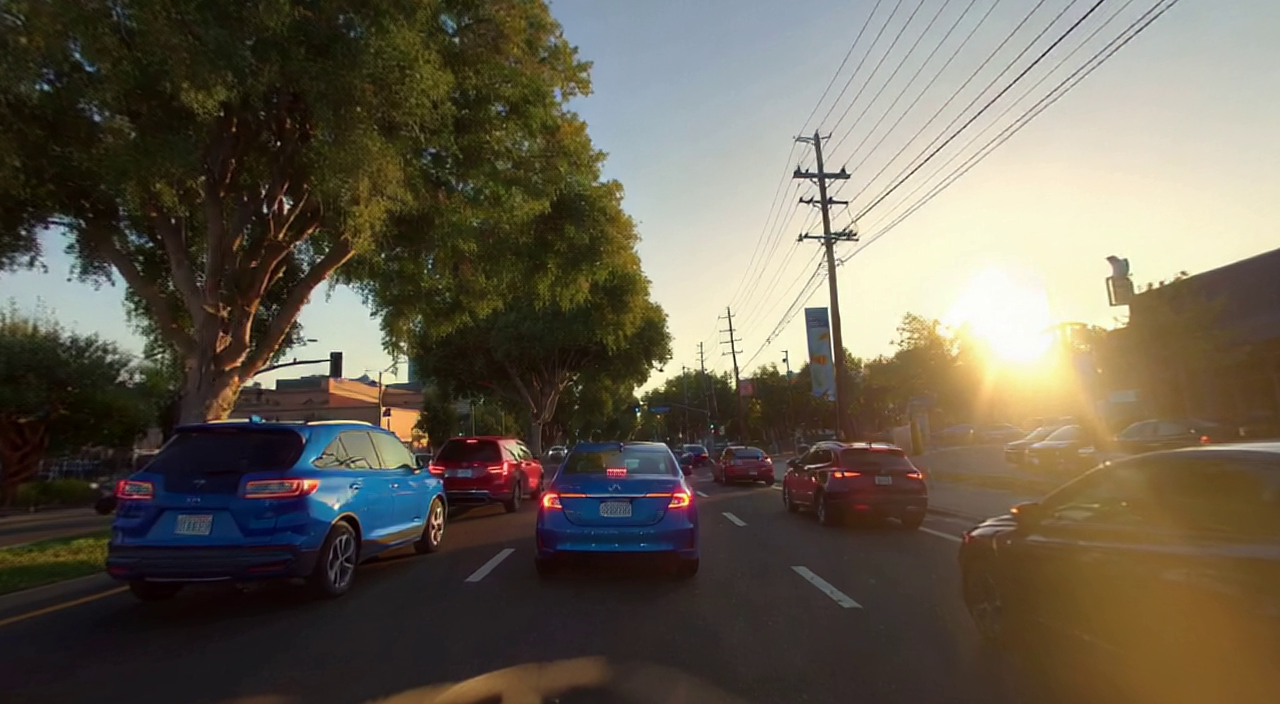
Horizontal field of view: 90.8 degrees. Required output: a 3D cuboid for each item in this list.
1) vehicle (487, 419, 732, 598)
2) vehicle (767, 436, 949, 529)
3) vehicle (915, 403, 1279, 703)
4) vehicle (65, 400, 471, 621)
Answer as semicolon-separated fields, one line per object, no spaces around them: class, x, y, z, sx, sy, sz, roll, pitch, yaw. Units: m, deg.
vehicle;-0.322;1.632;7.396;2.097;1.511;3.809;0;-9;-2
vehicle;3.923;2.416;12.317;1.909;1.473;4.361;0;-9;-1
vehicle;3.652;1.134;3.777;1.929;1.479;4.723;0;-9;1
vehicle;-3.450;1.540;7.082;1.979;1.697;4.254;0;-9;-1
